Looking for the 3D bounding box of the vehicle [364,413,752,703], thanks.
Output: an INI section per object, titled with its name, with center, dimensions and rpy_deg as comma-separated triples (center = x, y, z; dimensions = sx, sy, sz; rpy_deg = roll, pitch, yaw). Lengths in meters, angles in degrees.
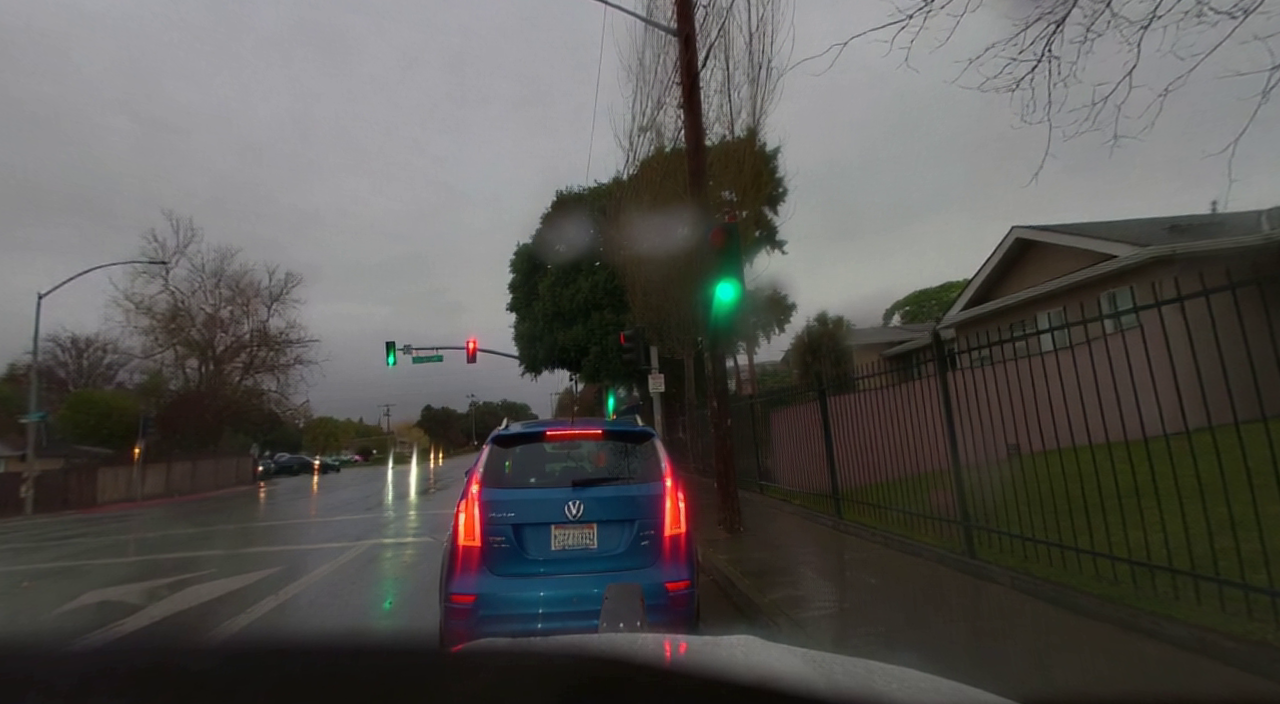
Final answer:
[vehicle]
center = -0.675, 1.359, 5.228
dimensions = 2.024, 1.502, 3.702
rpy_deg = 1, -9, -9
